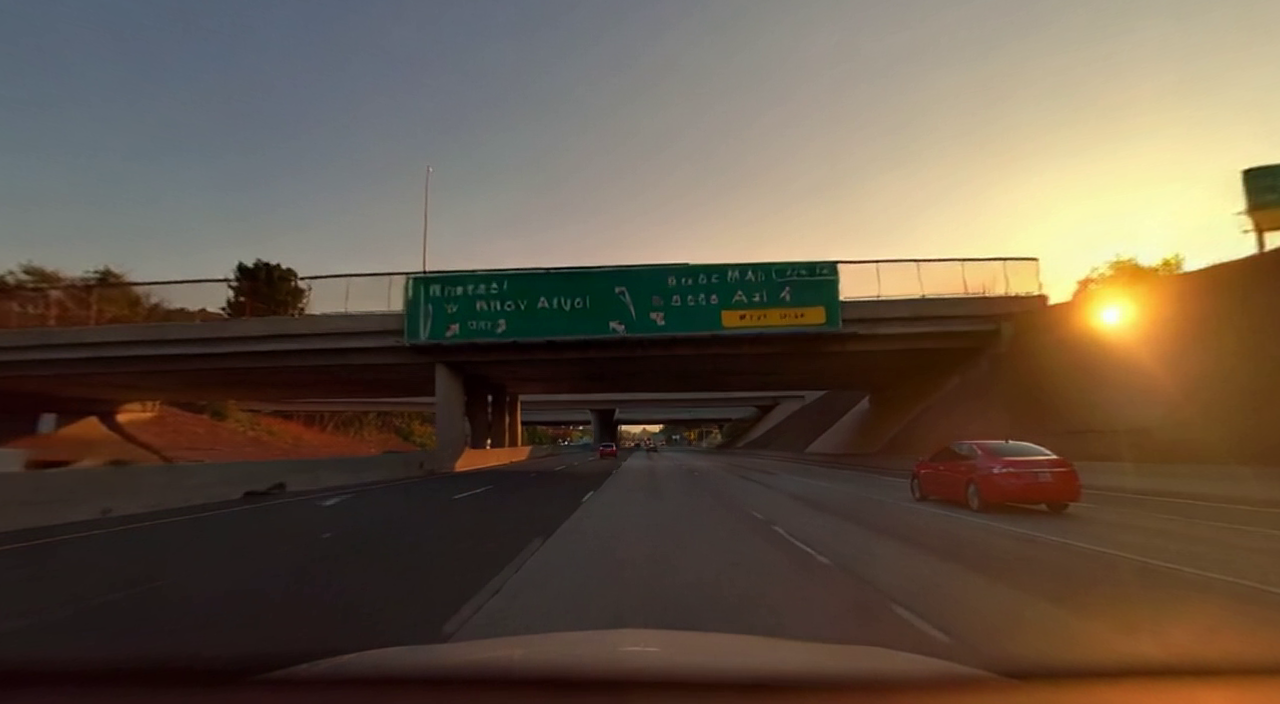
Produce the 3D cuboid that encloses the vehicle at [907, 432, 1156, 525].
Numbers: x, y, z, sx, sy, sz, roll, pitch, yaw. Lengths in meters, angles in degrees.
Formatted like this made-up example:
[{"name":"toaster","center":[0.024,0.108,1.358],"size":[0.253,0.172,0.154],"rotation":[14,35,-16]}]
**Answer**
[{"name":"vehicle","center":[7.208,2.353,12.353],"size":[1.914,1.465,4.574],"rotation":[0,-8,0]}]
